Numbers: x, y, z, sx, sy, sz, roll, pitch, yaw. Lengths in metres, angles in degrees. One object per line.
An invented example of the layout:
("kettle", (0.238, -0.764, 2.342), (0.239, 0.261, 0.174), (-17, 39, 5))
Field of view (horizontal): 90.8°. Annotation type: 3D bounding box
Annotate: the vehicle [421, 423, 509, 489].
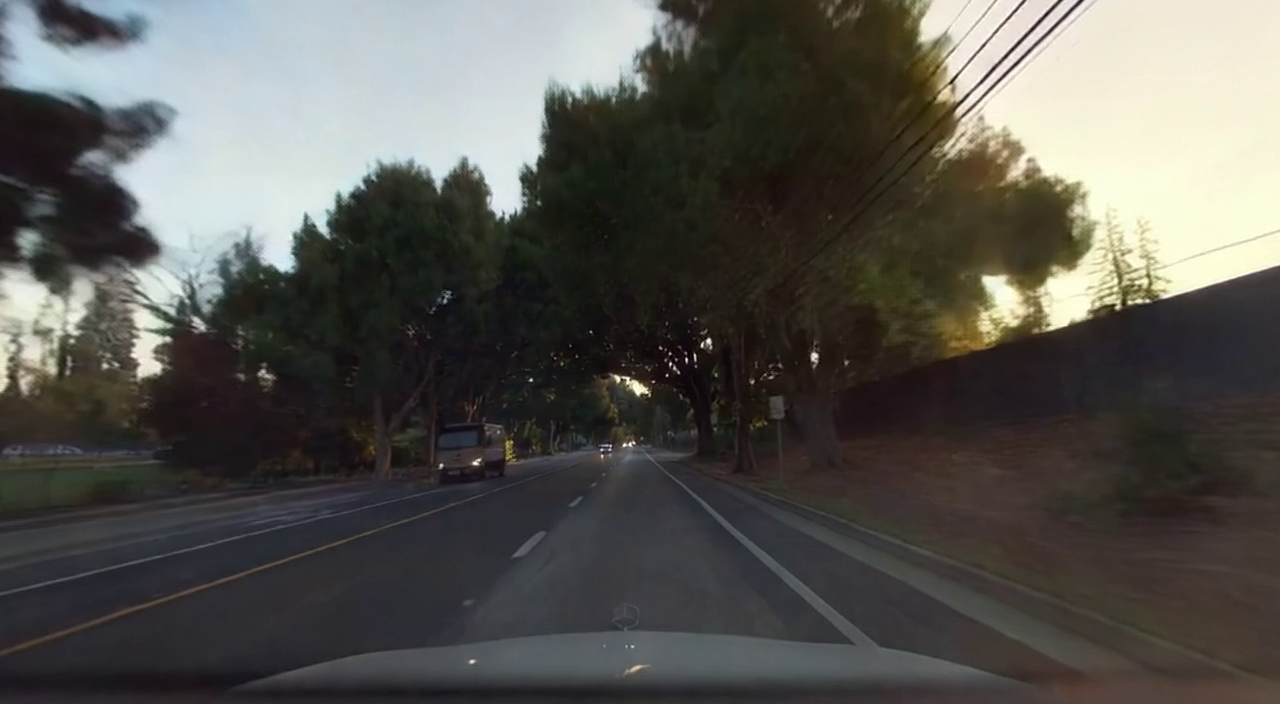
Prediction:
("vehicle", (-8.113, 4.797, 29.988), (2.351, 2.696, 6.106), (-2, -7, 1))
